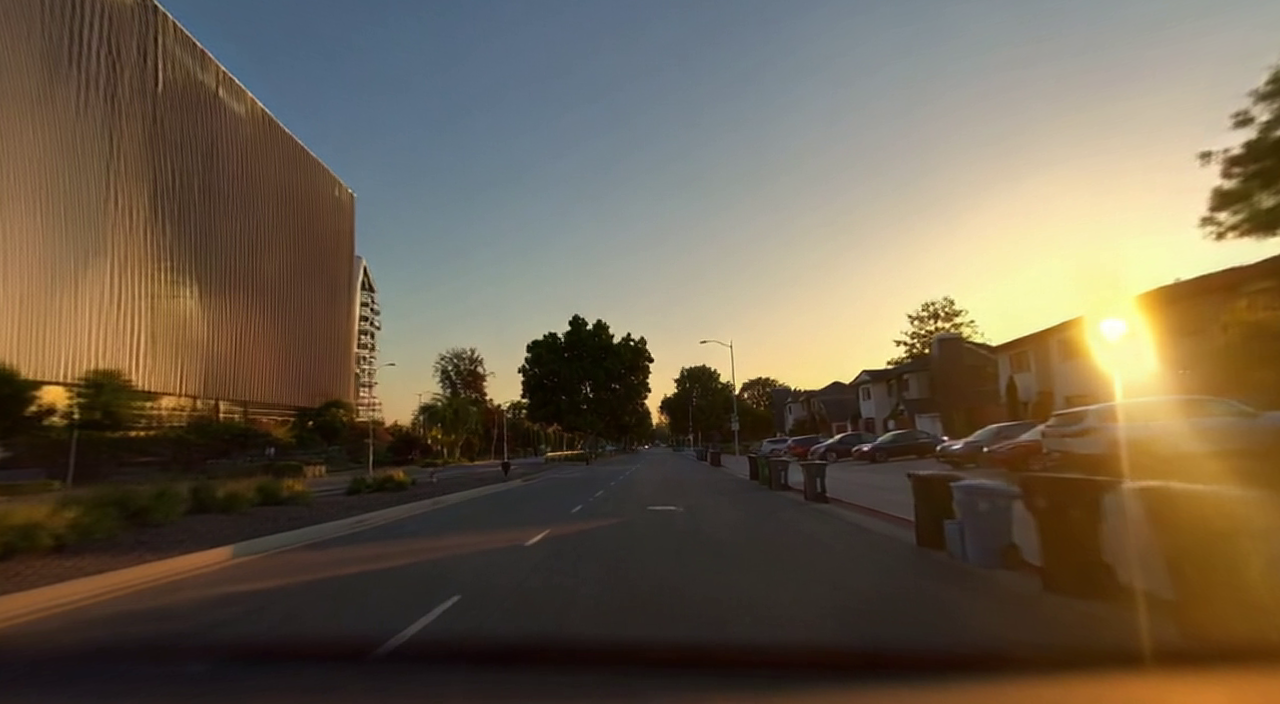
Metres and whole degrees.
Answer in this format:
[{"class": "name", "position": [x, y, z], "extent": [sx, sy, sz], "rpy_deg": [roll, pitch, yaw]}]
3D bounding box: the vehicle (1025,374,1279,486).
[{"class": "vehicle", "position": [12.364, 1.785, 14.644], "extent": [5.136, 1.945, 2.153], "rpy_deg": [-7, -9, 3]}]

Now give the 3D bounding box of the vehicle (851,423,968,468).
[{"class": "vehicle", "position": [12.638, 4.422, 29.774], "extent": [4.478, 1.578, 1.944], "rpy_deg": [-6, -9, 2]}]
